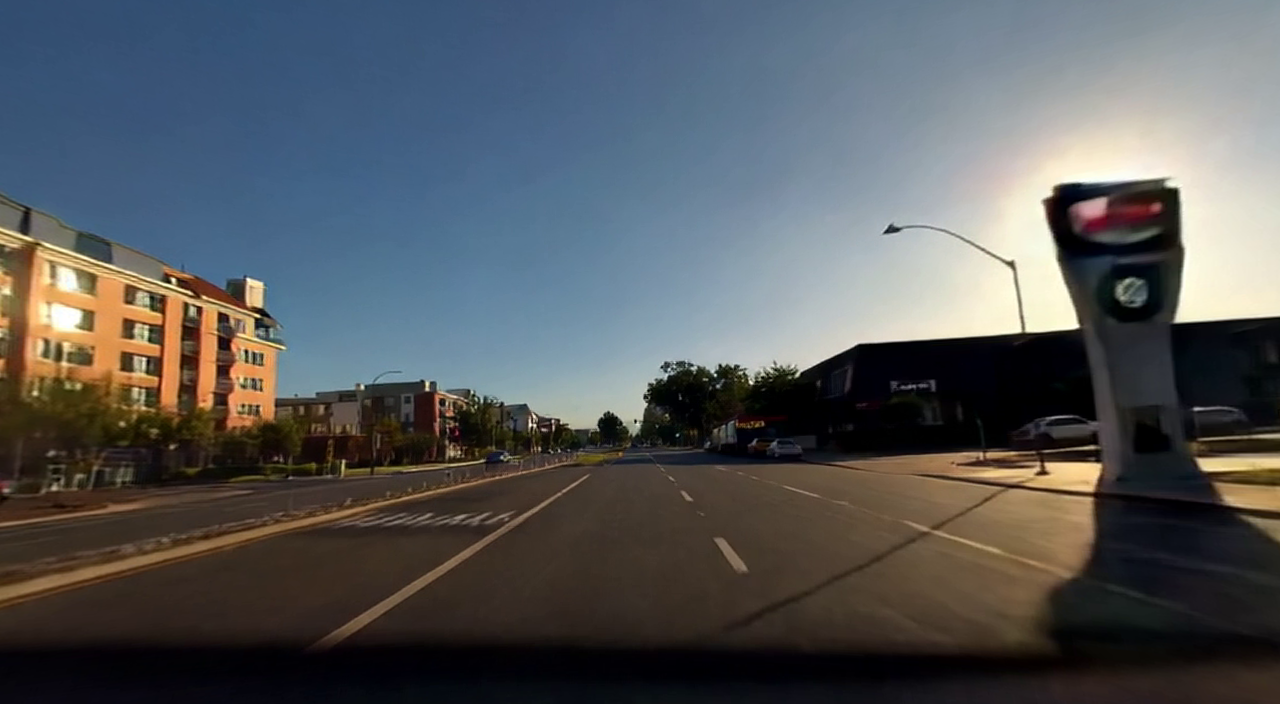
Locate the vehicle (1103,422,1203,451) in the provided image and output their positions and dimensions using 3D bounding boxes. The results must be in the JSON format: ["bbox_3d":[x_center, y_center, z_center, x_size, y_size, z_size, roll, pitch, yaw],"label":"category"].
[{"bbox_3d":[28.528,4.761,35.306,1.811,1.478,4.266,-1,-8,-4],"label":"vehicle"}]

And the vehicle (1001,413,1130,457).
[{"bbox_3d":[23.257,4.595,35.024,2.529,2.138,6.511,-1,-7,-1],"label":"vehicle"}]

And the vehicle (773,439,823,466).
[{"bbox_3d":[10.262,6.555,41.362,2.085,1.630,4.403,0,-8,-1],"label":"vehicle"}]
